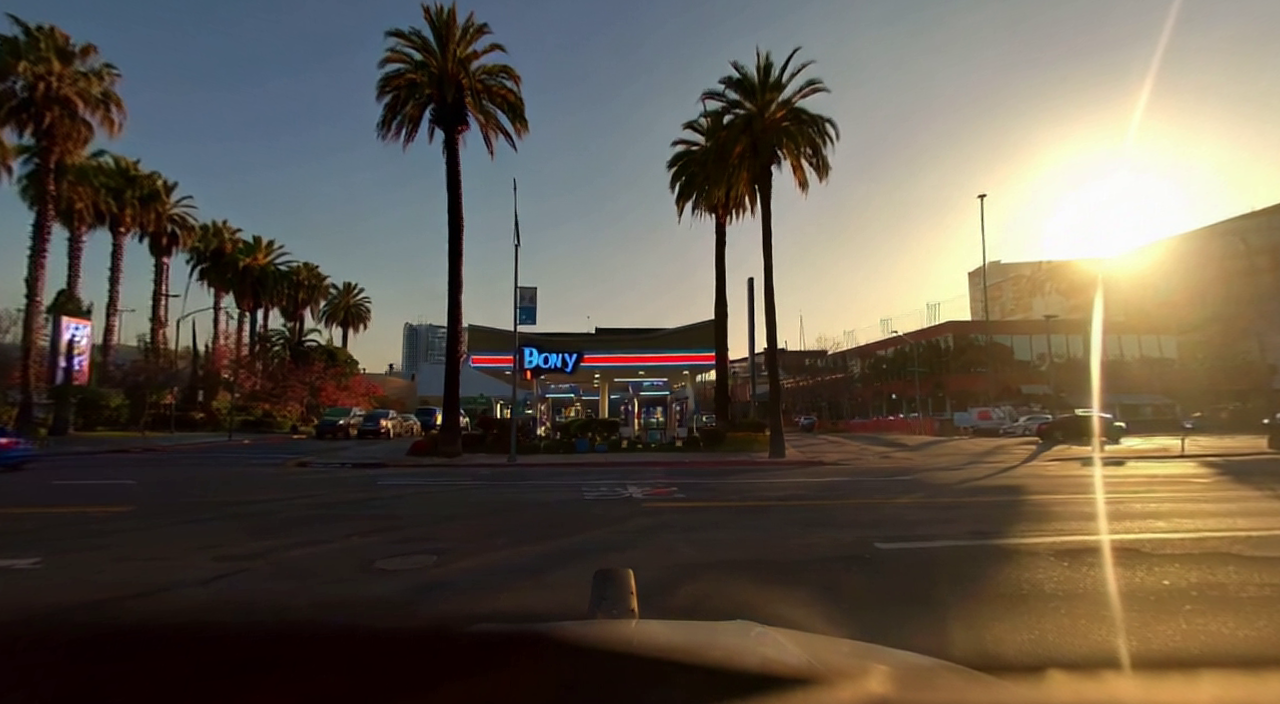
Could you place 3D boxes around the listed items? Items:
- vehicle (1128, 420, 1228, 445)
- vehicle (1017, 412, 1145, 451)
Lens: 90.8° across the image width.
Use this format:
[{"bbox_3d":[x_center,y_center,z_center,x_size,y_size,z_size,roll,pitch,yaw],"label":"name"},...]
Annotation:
[{"bbox_3d":[33.936,5.150,40.034,1.805,1.466,4.641,1,-8,-8],"label":"vehicle"},{"bbox_3d":[21.916,3.918,31.511,4.880,1.754,2.202,0,-5,-7],"label":"vehicle"}]
